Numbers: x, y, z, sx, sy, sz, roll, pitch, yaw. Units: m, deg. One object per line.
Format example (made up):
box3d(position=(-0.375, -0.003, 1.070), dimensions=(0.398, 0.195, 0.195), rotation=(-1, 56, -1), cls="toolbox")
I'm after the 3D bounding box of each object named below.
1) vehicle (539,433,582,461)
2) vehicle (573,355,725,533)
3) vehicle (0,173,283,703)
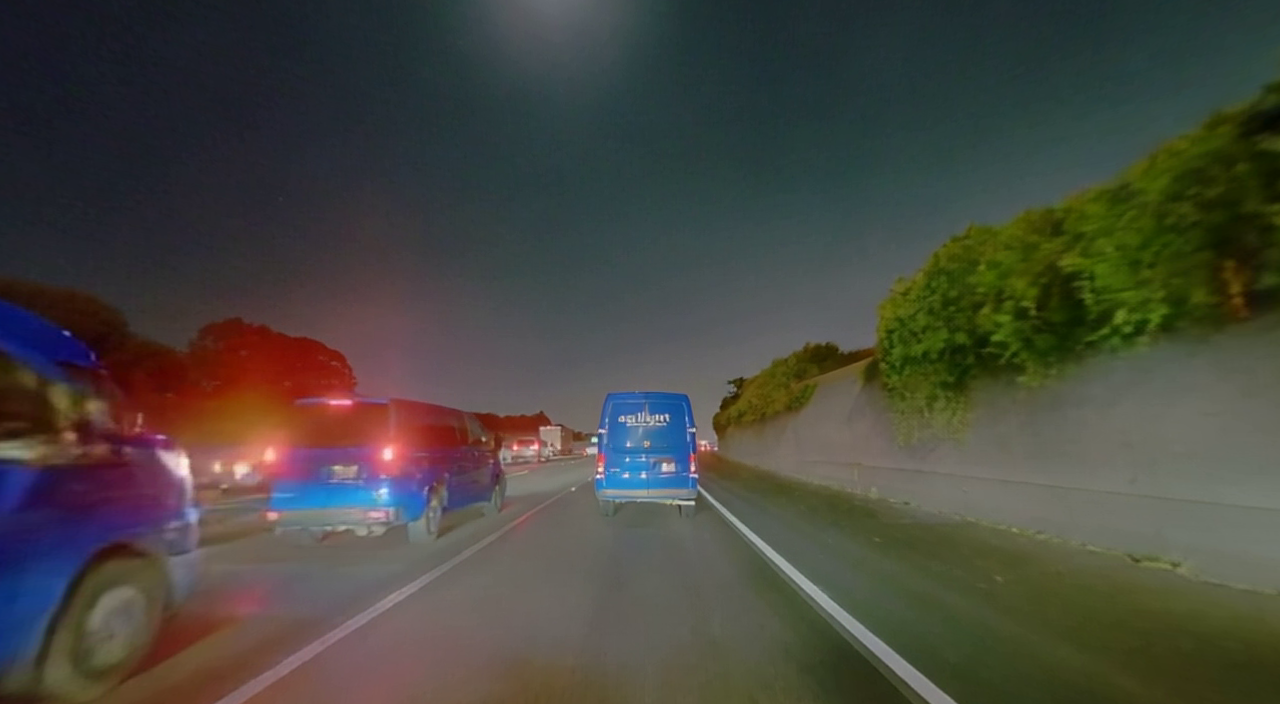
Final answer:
box3d(position=(-5.969, 7.262, 48.194), dimensions=(2.302, 2.007, 5.490), rotation=(-1, -8, 3), cls="vehicle")
box3d(position=(0.114, 1.871, 12.981), dimensions=(2.316, 2.738, 6.398), rotation=(0, -9, 0), cls="vehicle")
box3d(position=(-3.818, 0.424, 1.658), dimensions=(2.729, 2.439, 5.418), rotation=(0, -8, -3), cls="vehicle")
